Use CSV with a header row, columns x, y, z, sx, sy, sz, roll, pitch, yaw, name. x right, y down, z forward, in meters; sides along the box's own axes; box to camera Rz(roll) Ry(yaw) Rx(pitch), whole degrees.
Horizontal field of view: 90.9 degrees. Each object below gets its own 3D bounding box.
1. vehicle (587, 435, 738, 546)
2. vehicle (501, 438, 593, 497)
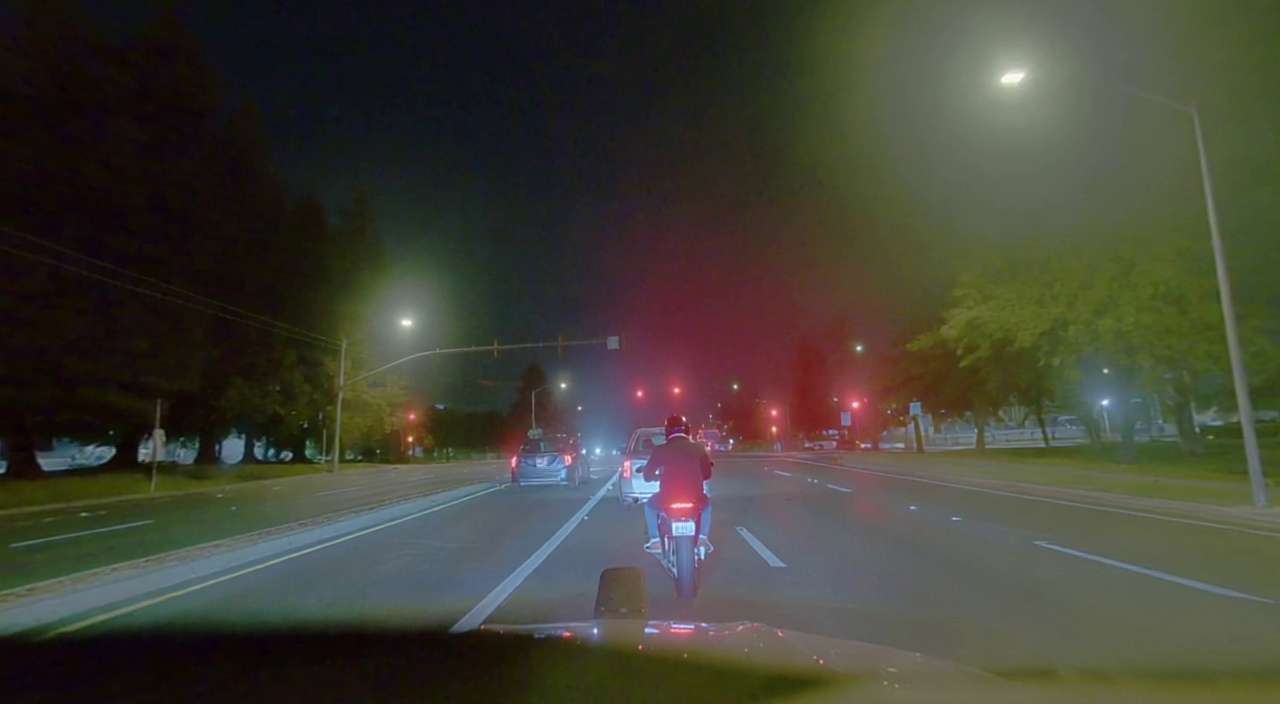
x,y,z,sx,sy,sz,roll,pitch,yaw,name
0.330,2.181,10.743,2.009,1.450,4.608,-1,-8,1,vehicle
-2.549,3.282,18.281,1.979,1.499,3.840,-1,-8,2,vehicle
